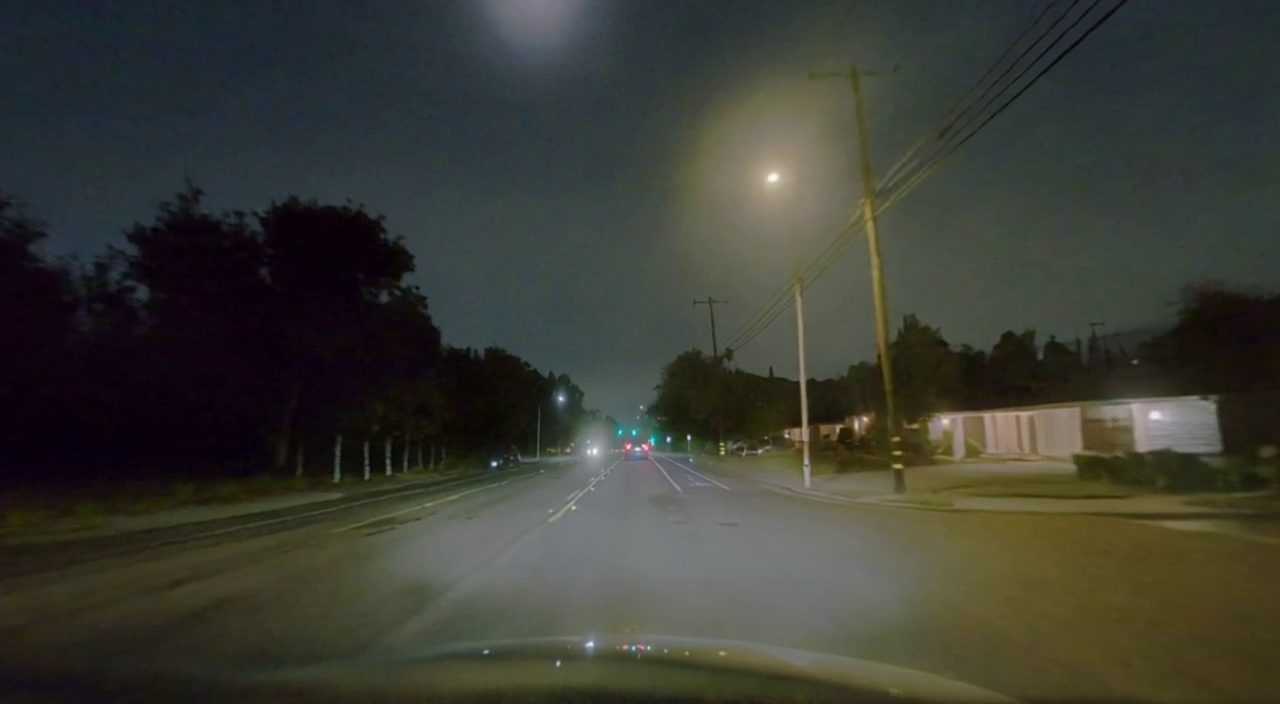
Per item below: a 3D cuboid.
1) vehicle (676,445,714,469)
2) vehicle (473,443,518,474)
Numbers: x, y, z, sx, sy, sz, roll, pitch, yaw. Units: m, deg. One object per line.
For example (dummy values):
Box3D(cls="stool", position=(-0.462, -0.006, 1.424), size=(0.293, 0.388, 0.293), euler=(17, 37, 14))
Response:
Box3D(cls="vehicle", position=(3.761, 7.313, 44.130), size=(2.167, 1.535, 4.464), euler=(0, -8, -1))
Box3D(cls="vehicle", position=(-11.124, 8.169, 48.905), size=(2.111, 2.050, 5.328), euler=(-6, -8, 0))
